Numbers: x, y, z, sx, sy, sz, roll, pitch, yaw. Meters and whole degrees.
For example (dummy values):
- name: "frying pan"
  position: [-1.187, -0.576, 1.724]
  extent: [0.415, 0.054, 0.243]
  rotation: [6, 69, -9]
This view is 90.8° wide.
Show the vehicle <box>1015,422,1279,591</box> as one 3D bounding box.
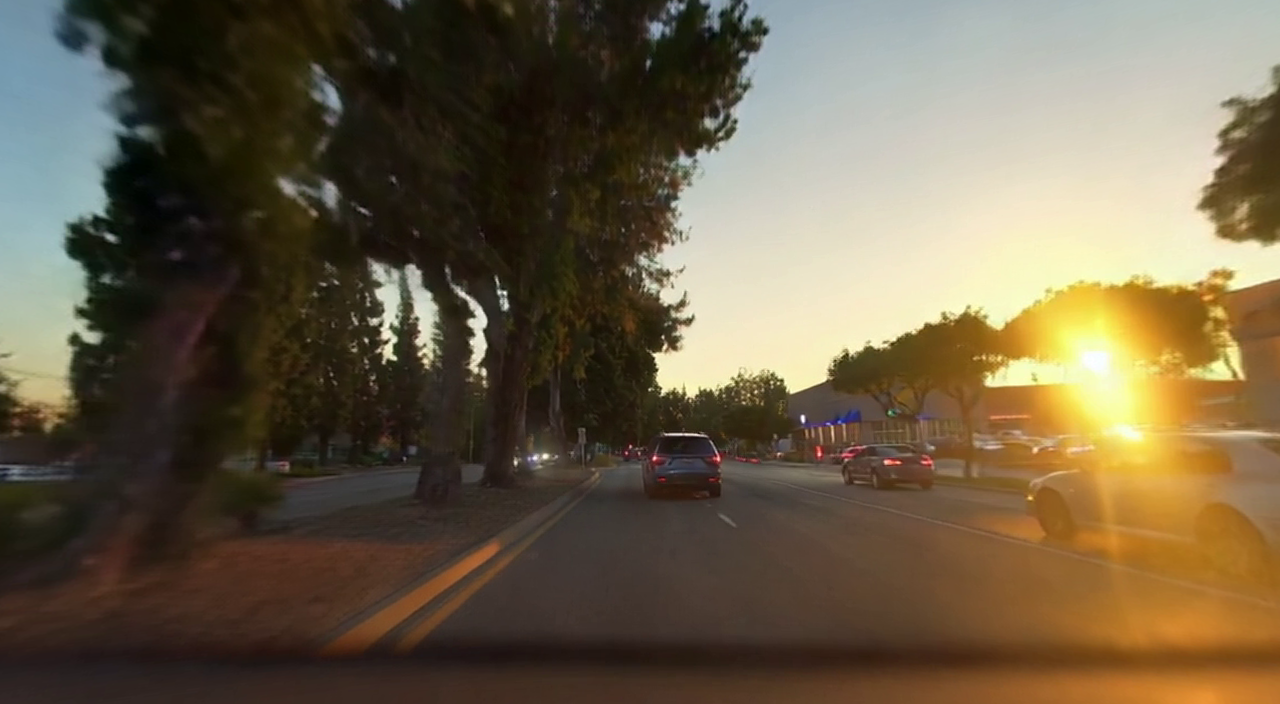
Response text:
- name: "vehicle"
  position: [6.632, 1.612, 7.196]
  extent: [1.994, 1.488, 4.313]
  rotation: [0, -9, -1]

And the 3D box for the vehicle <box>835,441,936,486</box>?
- name: "vehicle"
  position: [9.103, 4.153, 23.861]
  extent: [1.894, 1.517, 4.419]
  rotation: [0, -9, -2]

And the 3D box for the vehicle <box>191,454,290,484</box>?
- name: "vehicle"
  position: [-28.403, 8.298, 44.934]
  extent: [5.966, 1.957, 2.305]
  rotation: [-3, -9, 13]

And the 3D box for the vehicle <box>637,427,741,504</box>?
- name: "vehicle"
  position: [1.210, 3.180, 18.082]
  extent: [2.300, 1.870, 4.936]
  rotation: [0, -9, -3]

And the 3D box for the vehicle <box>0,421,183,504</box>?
- name: "vehicle"
  position: [-26.343, 5.063, 28.841]
  extent: [8.231, 3.396, 3.340]
  rotation: [-1, -10, 1]

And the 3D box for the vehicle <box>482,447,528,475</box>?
- name: "vehicle"
  position: [-8.902, 7.200, 42.048]
  extent: [2.196, 1.717, 4.453]
  rotation: [0, -9, -1]
